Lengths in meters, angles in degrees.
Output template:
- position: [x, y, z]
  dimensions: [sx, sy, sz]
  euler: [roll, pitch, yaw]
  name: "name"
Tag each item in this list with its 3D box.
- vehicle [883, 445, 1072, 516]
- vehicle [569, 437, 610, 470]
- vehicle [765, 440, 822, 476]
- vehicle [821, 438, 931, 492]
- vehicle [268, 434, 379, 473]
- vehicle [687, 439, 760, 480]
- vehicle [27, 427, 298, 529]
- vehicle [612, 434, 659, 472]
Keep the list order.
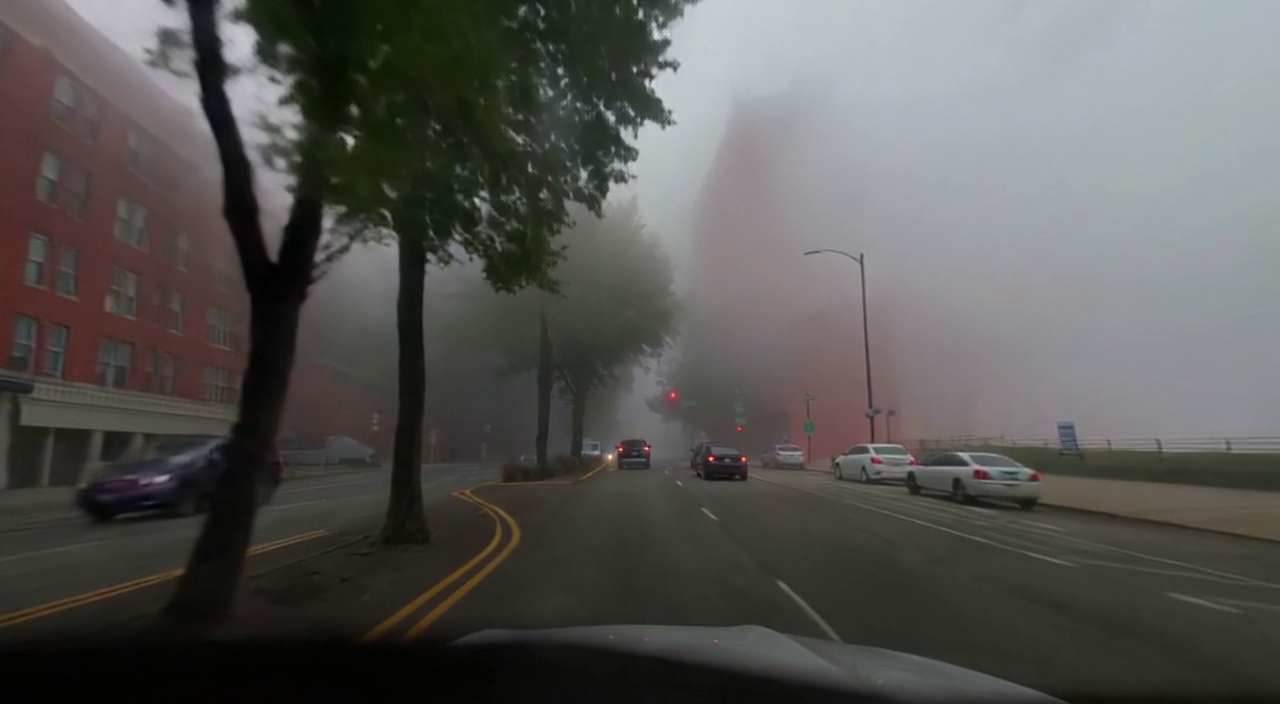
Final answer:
- position: [8.207, 3.128, 16.046]
  dimensions: [2.054, 1.455, 4.786]
  euler: [0, -8, -1]
  name: "vehicle"
- position: [-2.960, 6.039, 37.843]
  dimensions: [2.297, 1.812, 4.244]
  euler: [0, -8, -3]
  name: "vehicle"
- position: [8.106, 5.608, 33.879]
  dimensions: [1.959, 1.719, 4.538]
  euler: [1, -7, 0]
  name: "vehicle"
- position: [8.081, 3.871, 22.187]
  dimensions: [1.963, 1.649, 4.562]
  euler: [0, -8, -2]
  name: "vehicle"
- position: [-23.531, 7.600, 47.250]
  dimensions: [6.679, 2.794, 2.850]
  euler: [0, -9, 3]
  name: "vehicle"
- position: [3.281, 4.367, 25.917]
  dimensions: [2.238, 1.499, 4.964]
  euler: [0, -8, -1]
  name: "vehicle"
- position: [-9.795, 2.594, 13.642]
  dimensions: [2.212, 1.784, 4.626]
  euler: [0, -8, 0]
  name: "vehicle"
- position: [-0.228, 5.339, 33.453]
  dimensions: [2.329, 1.842, 4.537]
  euler: [0, -8, 0]
  name: "vehicle"
